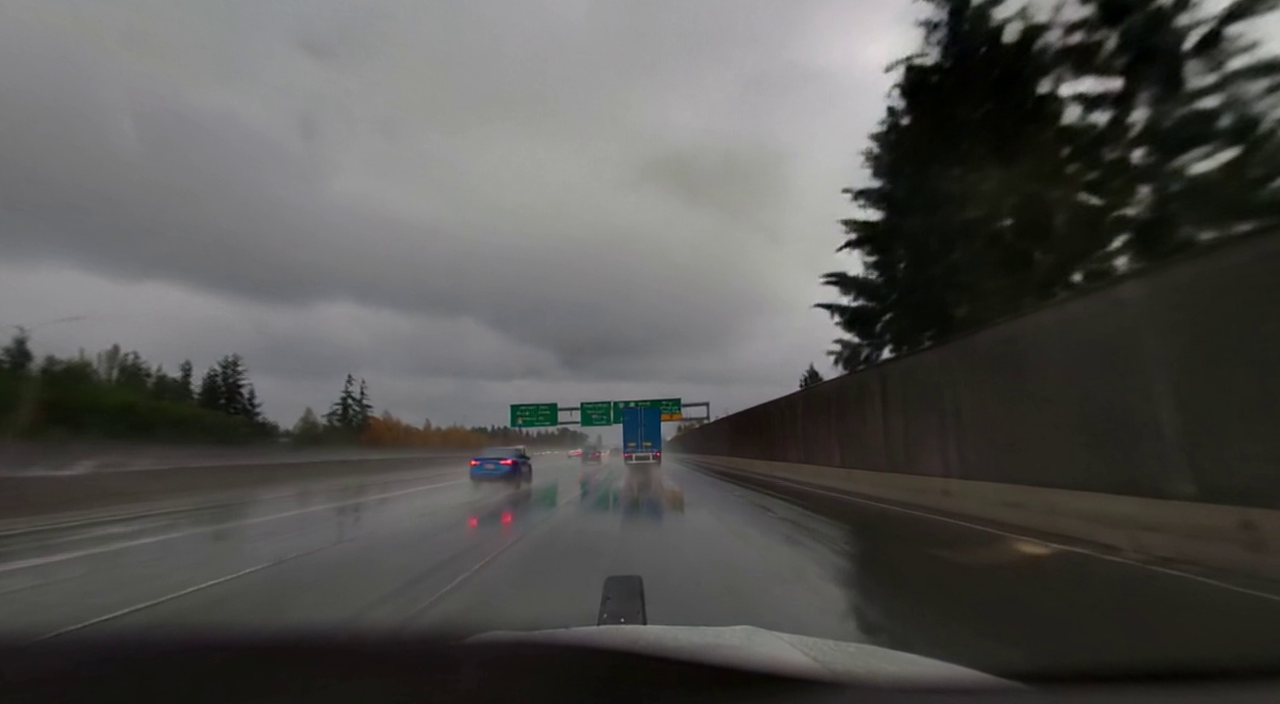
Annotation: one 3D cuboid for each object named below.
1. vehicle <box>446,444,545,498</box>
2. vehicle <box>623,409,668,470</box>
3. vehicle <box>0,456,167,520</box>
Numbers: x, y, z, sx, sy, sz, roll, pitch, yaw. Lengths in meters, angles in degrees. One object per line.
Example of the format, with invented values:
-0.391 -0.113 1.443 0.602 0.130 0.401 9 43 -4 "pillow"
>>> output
-4.405 3.679 19.997 1.977 1.478 4.702 0 -9 0 "vehicle"
0.451 6.683 47.763 2.980 4.051 10.359 0 -9 1 "vehicle"
-16.176 3.742 17.889 1.898 1.480 4.712 0 -9 -1 "vehicle"
